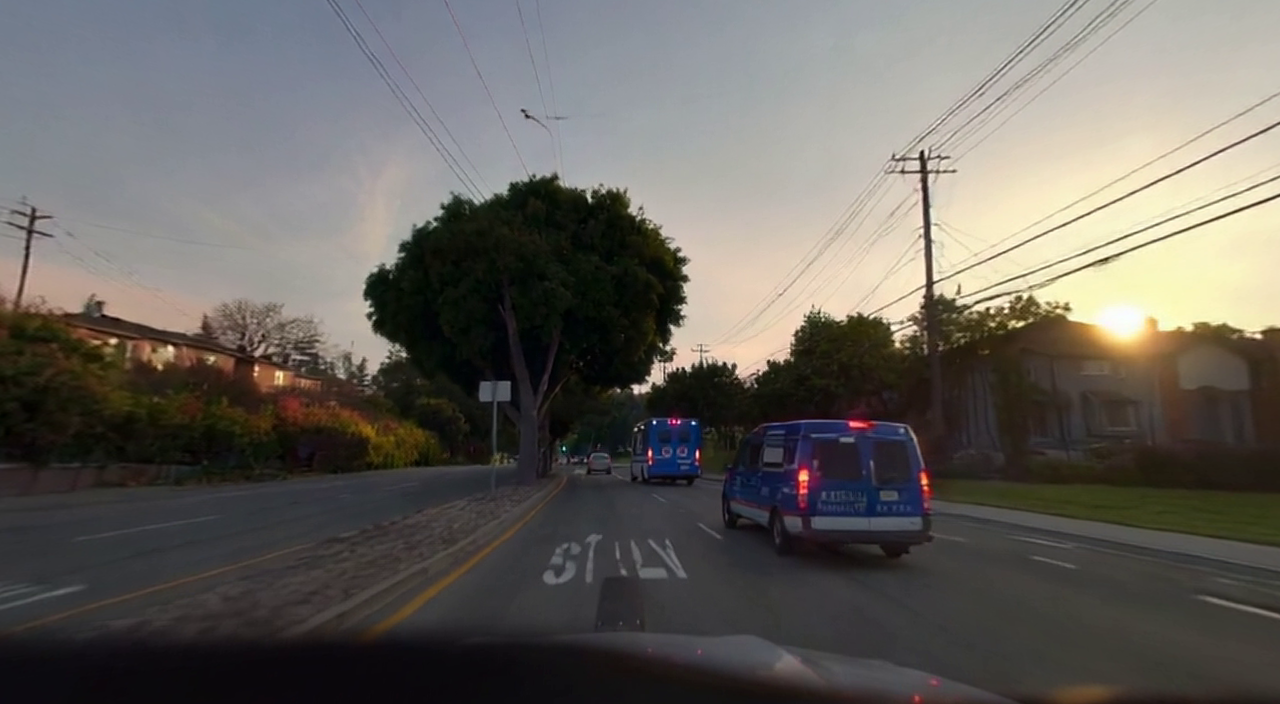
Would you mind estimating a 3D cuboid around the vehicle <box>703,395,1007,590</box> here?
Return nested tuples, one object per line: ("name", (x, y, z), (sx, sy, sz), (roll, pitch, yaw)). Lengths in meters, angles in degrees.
("vehicle", (2.421, 1.740, 8.834), (2.194, 1.922, 4.822), (1, -8, -5))

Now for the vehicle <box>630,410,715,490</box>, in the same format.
("vehicle", (1.073, 3.728, 24.332), (2.406, 2.687, 5.521), (1, -8, -6))
